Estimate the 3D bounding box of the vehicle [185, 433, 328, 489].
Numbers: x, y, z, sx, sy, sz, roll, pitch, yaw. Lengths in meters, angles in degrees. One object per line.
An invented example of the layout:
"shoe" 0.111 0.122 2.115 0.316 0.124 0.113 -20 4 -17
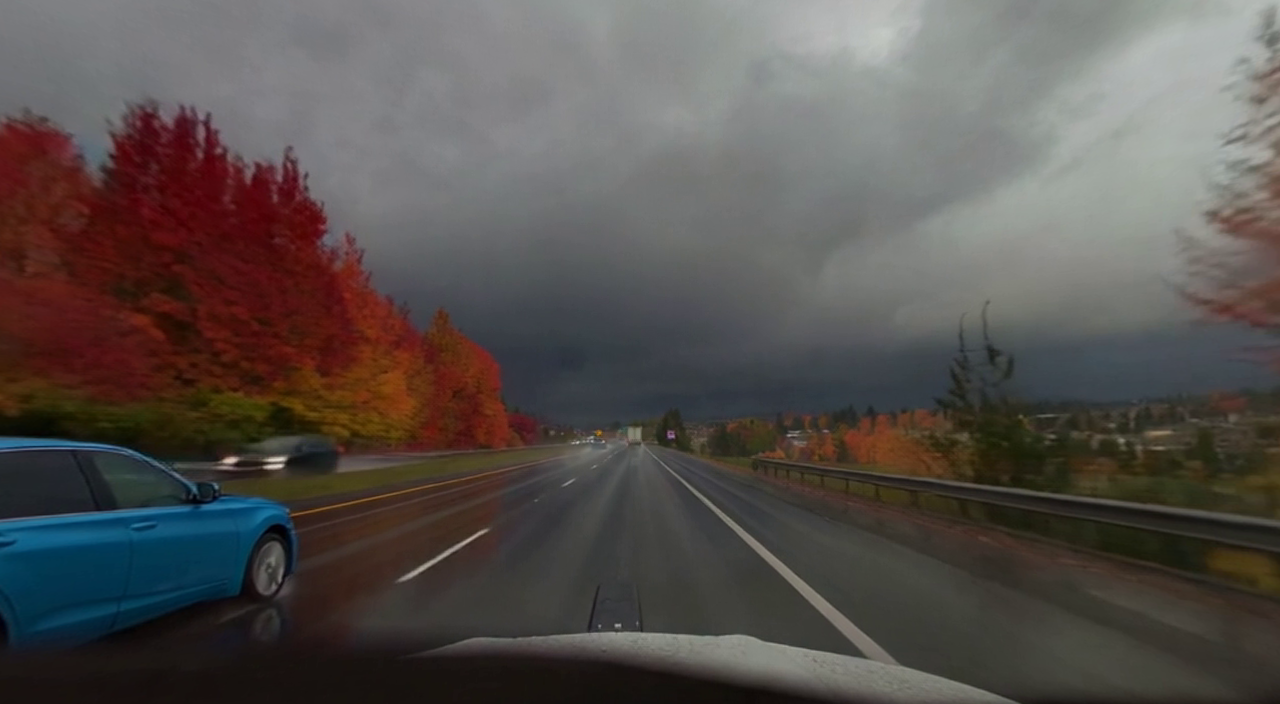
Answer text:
"vehicle" -12.142 3.467 20.370 1.933 1.588 4.305 0 -8 -1
